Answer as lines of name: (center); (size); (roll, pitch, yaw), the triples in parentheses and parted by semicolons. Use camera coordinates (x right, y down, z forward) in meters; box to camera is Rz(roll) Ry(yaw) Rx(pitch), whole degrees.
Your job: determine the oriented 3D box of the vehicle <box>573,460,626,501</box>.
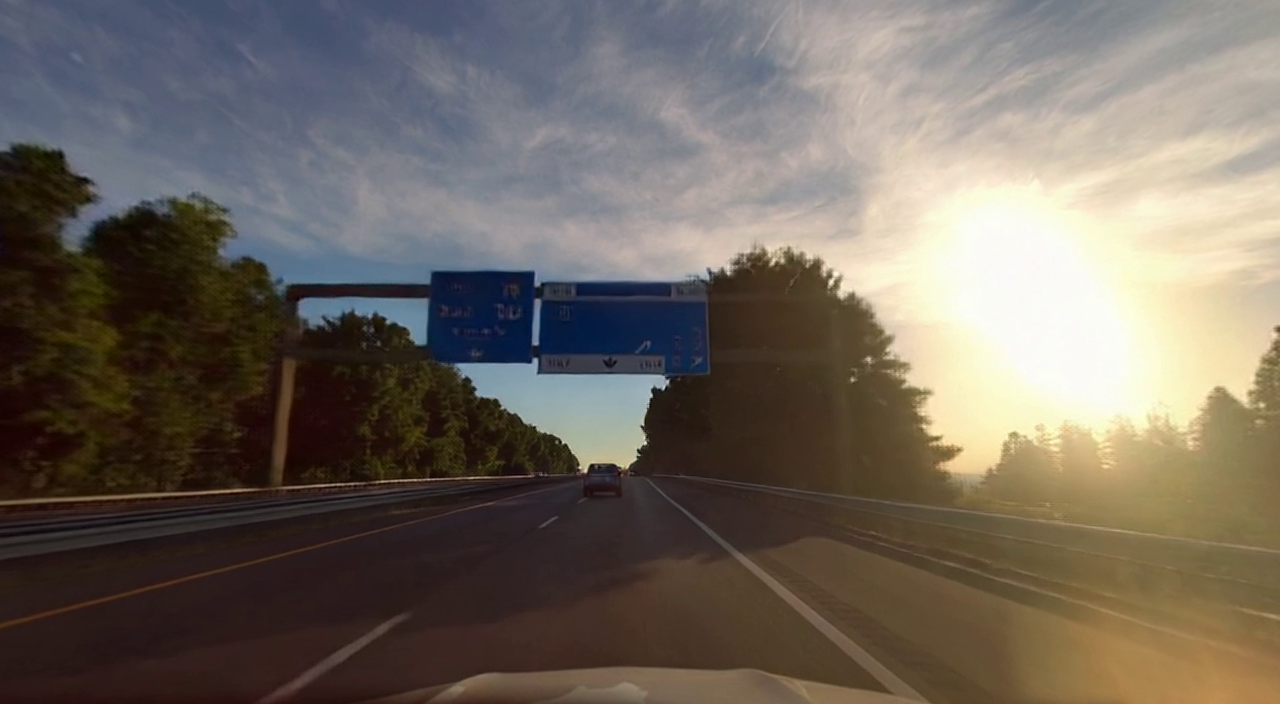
vehicle: (-1.753, 5.838, 28.882); (2.107, 1.668, 4.554); (1, -11, 0)
